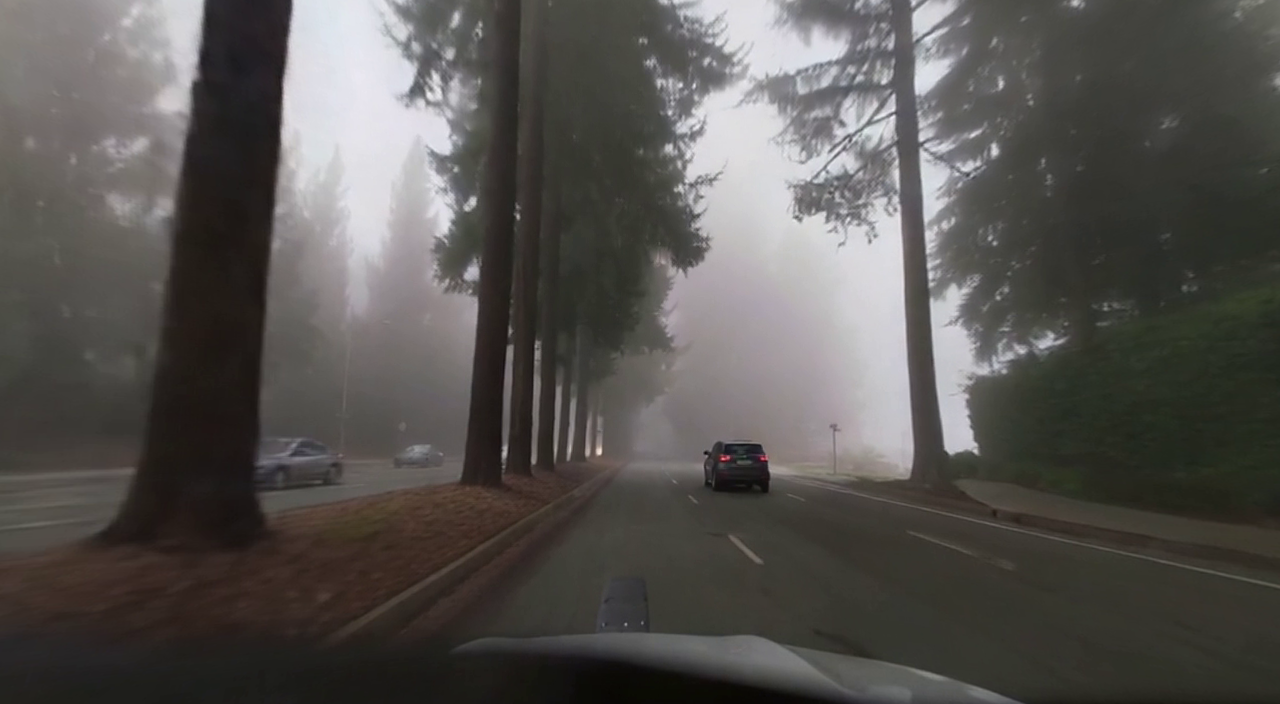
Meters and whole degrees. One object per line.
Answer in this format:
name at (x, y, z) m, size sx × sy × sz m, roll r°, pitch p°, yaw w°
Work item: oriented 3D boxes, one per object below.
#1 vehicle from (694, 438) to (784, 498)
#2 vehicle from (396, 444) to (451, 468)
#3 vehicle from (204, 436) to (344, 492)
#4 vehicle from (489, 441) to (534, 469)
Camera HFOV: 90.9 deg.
vehicle at (3.051, 3.688, 20.524) m, size 2.108 × 1.712 × 4.616 m, roll 0°, pitch -9°, yaw -1°
vehicle at (-14.283, 6.862, 41.802) m, size 2.094 × 1.504 × 4.283 m, roll 0°, pitch -9°, yaw 1°
vehicle at (-11.581, 3.554, 20.362) m, size 1.879 × 1.563 × 4.322 m, roll 0°, pitch -8°, yaw 0°
vehicle at (-8.507, 6.862, 42.121) m, size 2.070 × 1.703 × 4.301 m, roll 0°, pitch -9°, yaw 0°
